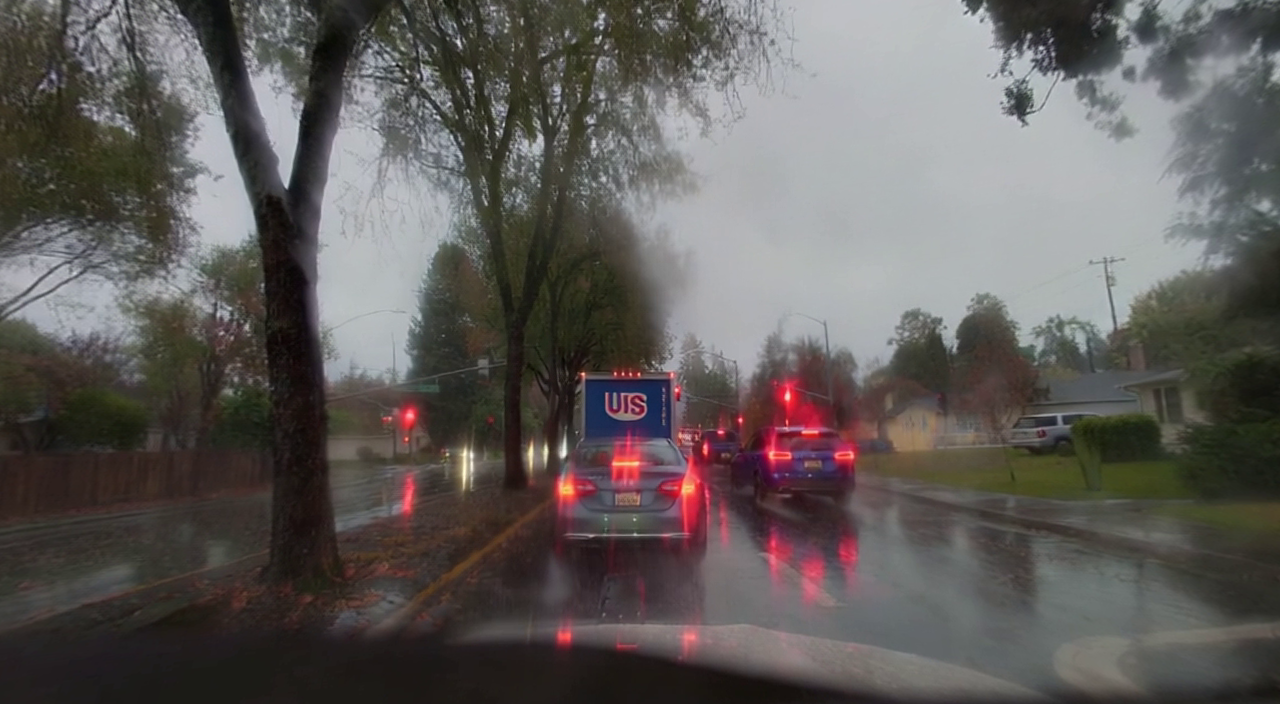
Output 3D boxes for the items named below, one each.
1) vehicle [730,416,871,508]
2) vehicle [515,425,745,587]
[{"bbox_3d":[3.604,2.585,15.226,2.145,1.847,4.524,0,-8,-1],"label":"vehicle"},{"bbox_3d":[-0.148,1.742,8.033,2.135,1.483,4.207,0,-8,-2],"label":"vehicle"}]
